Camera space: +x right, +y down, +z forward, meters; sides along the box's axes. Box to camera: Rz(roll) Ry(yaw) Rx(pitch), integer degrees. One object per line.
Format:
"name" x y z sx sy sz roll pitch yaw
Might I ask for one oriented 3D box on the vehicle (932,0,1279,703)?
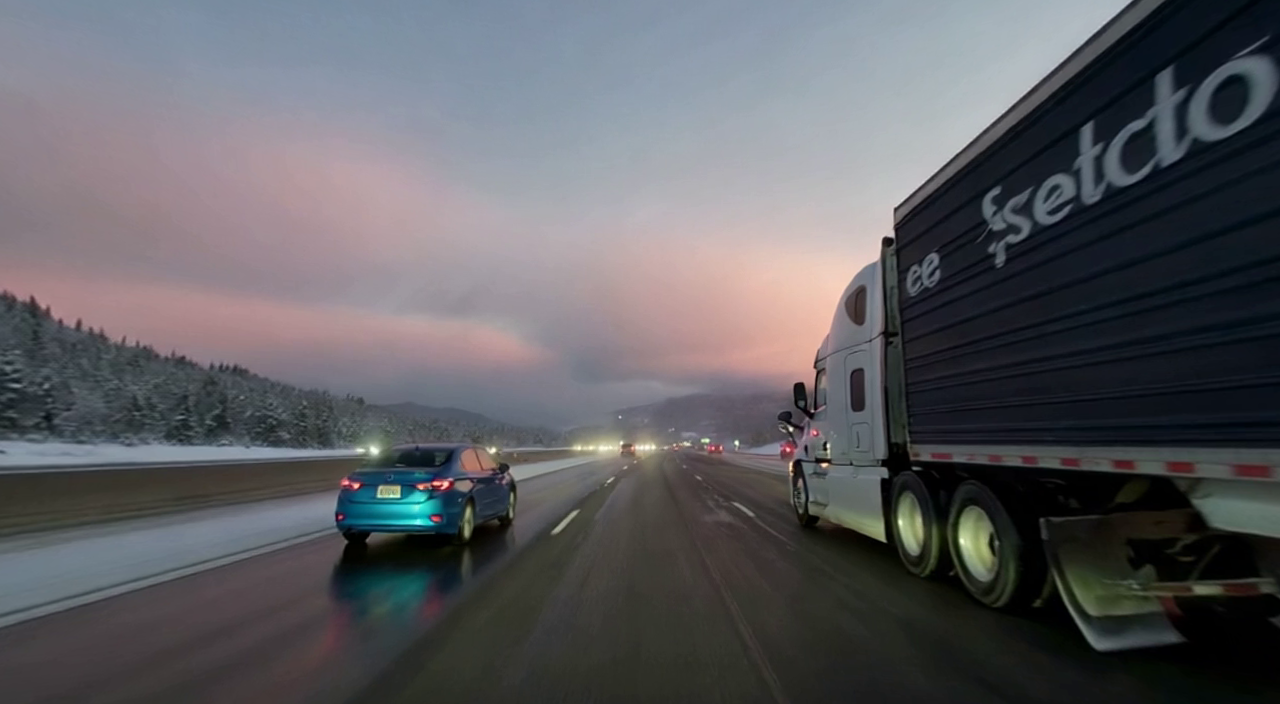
"vehicle" 3.990 -0.276 1.067 2.760 3.903 9.022 0 -8 1

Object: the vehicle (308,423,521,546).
"vehicle" -3.391 2.066 10.395 1.967 1.615 3.886 0 -8 2
